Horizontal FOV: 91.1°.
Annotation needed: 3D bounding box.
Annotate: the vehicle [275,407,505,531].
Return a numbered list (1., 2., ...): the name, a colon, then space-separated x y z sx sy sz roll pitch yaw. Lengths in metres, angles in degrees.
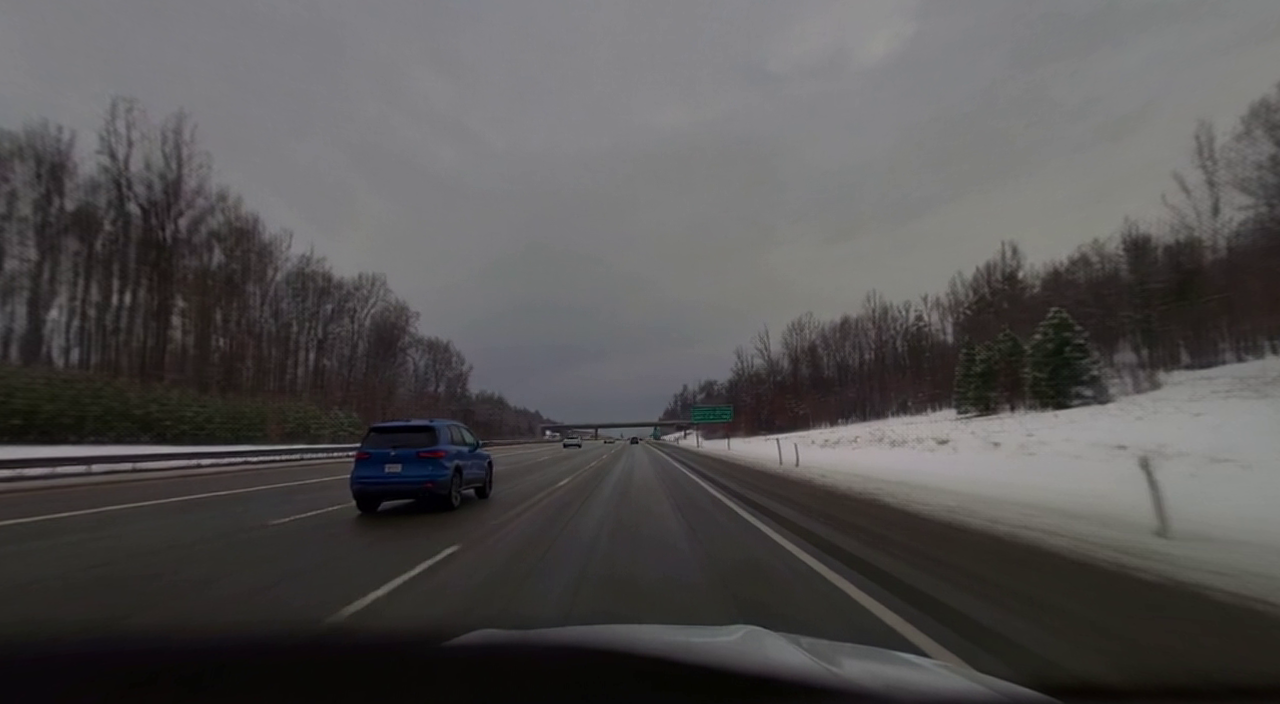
1. vehicle: -3.891 1.895 10.861 2.057 1.666 4.552 0 -8 0
